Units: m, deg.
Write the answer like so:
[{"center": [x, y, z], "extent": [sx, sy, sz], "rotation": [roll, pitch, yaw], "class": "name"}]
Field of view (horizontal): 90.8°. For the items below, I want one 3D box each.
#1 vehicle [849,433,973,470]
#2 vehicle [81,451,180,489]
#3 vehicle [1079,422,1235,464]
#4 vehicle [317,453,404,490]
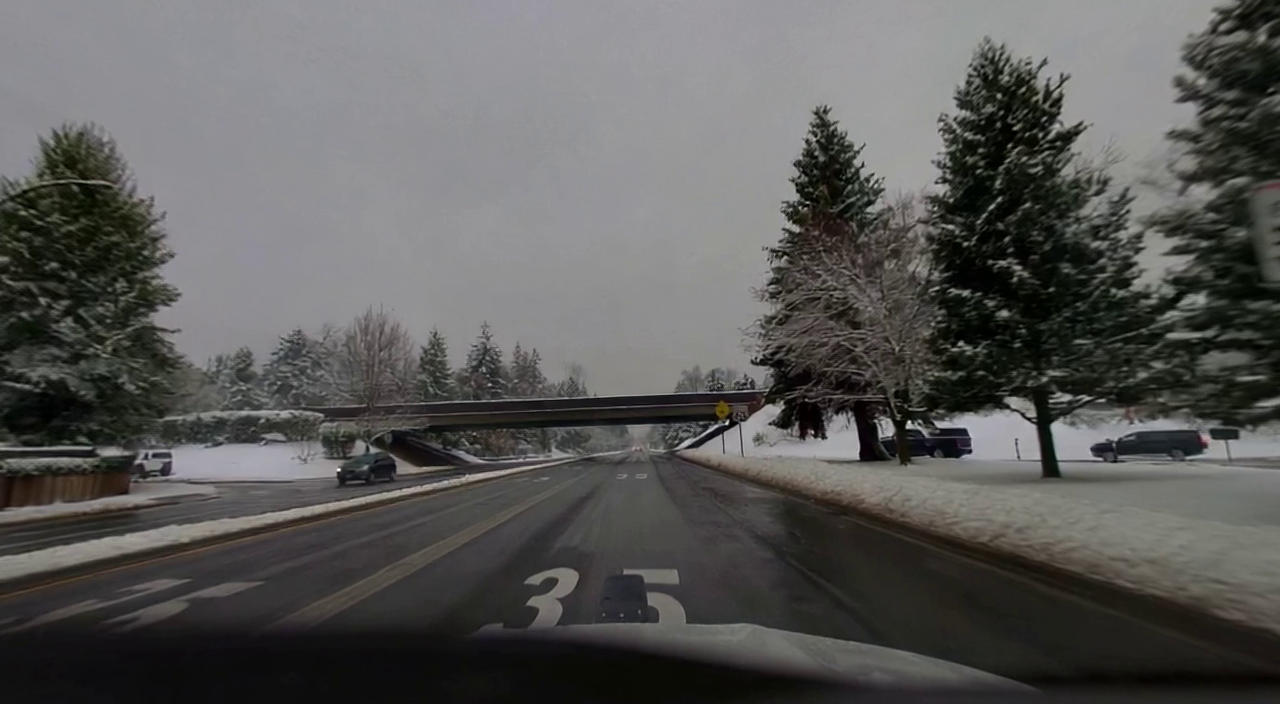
[{"center": [11.501, 4.262, 27.191], "extent": [1.809, 1.432, 4.629], "rotation": [5, -10, -31], "class": "vehicle"}, {"center": [-32.205, 7.428, 40.135], "extent": [1.990, 2.165, 4.424], "rotation": [-2, -9, 13], "class": "vehicle"}, {"center": [22.964, 4.126, 28.301], "extent": [1.866, 1.483, 4.910], "rotation": [1, -10, -30], "class": "vehicle"}, {"center": [-13.121, 5.599, 30.042], "extent": [1.972, 1.551, 4.755], "rotation": [-1, -9, 0], "class": "vehicle"}]
